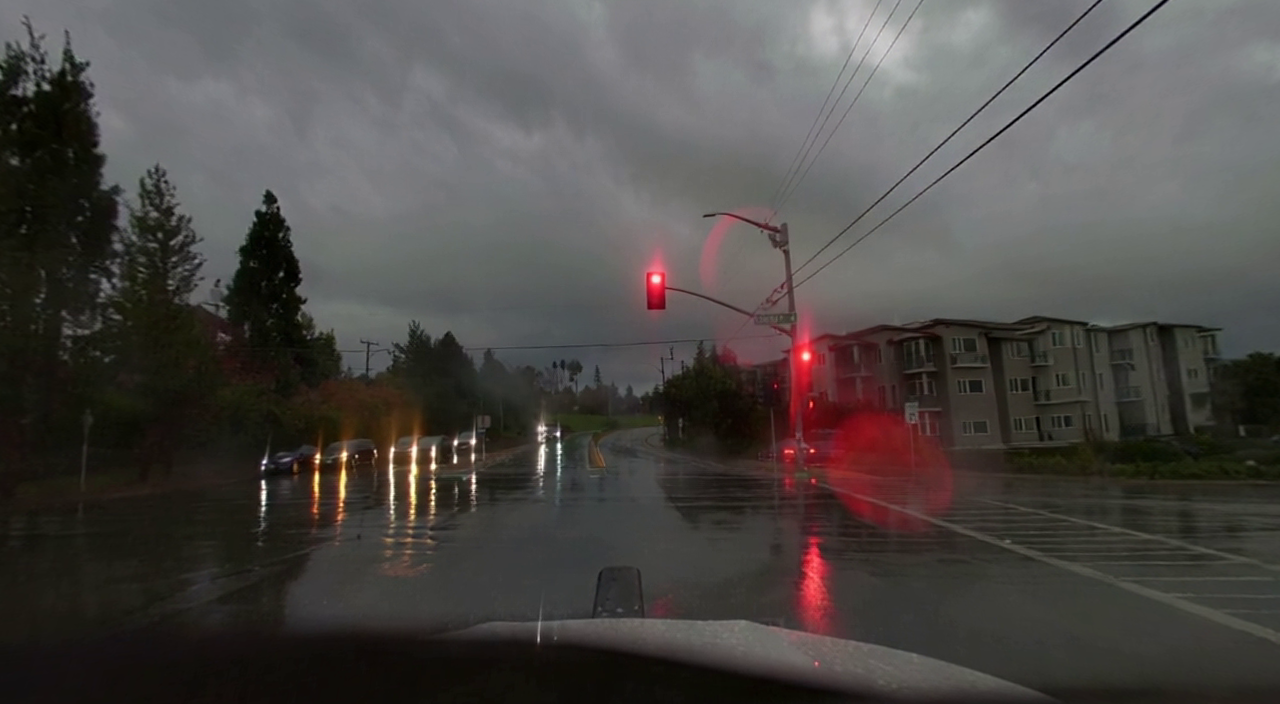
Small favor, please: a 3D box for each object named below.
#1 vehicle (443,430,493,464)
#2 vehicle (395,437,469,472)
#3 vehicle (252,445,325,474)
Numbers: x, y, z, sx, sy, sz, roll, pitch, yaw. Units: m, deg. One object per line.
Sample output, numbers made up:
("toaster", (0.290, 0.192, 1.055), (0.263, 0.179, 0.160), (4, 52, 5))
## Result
("vehicle", (-9.785, 5.453, 36.181), (1.910, 1.818, 4.057), (0, -9, -3))
("vehicle", (-9.676, 4.799, 29.792), (2.116, 1.521, 4.294), (0, -9, -2))
("vehicle", (-21.055, 6.465, 38.094), (1.981, 1.628, 4.336), (0, -9, -1))
